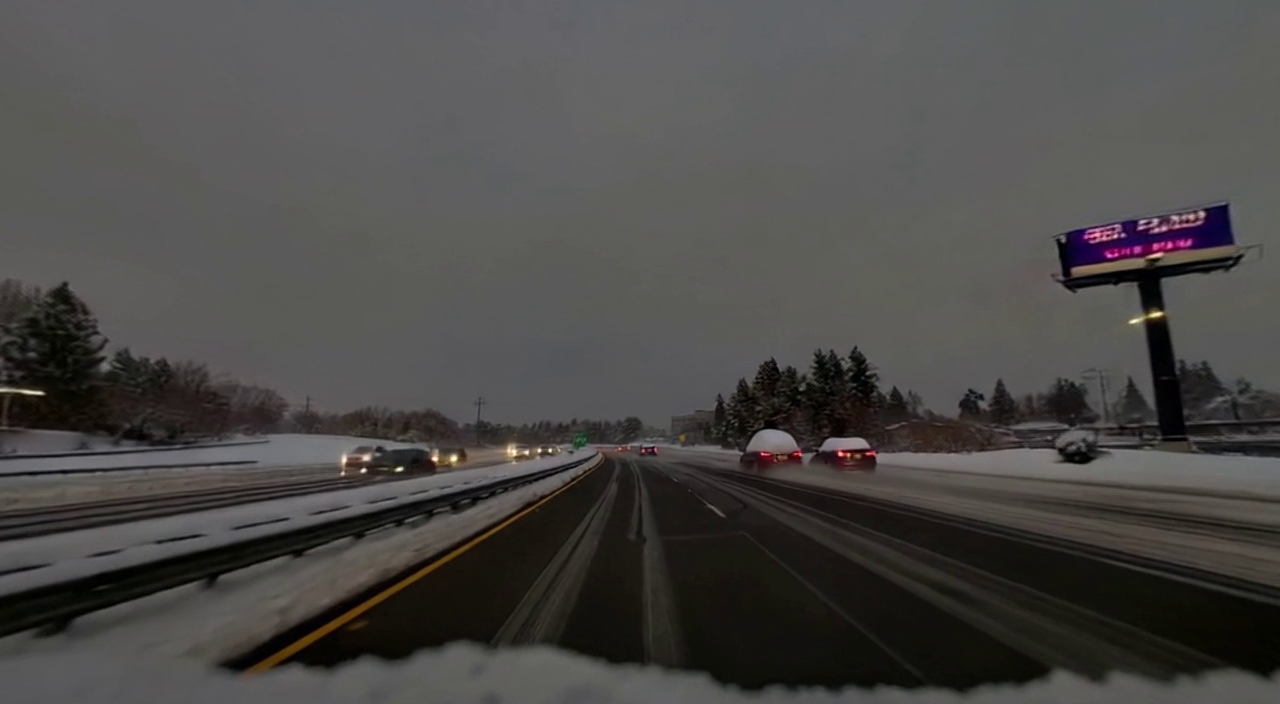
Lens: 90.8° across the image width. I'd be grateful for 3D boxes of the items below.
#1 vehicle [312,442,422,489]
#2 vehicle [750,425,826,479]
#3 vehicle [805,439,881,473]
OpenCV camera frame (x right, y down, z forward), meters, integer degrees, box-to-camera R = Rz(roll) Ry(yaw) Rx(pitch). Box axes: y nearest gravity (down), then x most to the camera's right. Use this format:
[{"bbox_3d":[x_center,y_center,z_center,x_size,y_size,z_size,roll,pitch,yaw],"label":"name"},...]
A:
[{"bbox_3d":[-10.268,4.277,24.259,2.371,1.606,4.532,1,-8,-3],"label":"vehicle"},{"bbox_3d":[6.354,4.366,27.767,2.043,2.154,4.731,0,-9,-2],"label":"vehicle"},{"bbox_3d":[9.844,5.095,31.102,1.981,1.508,4.768,0,-9,-2],"label":"vehicle"}]
